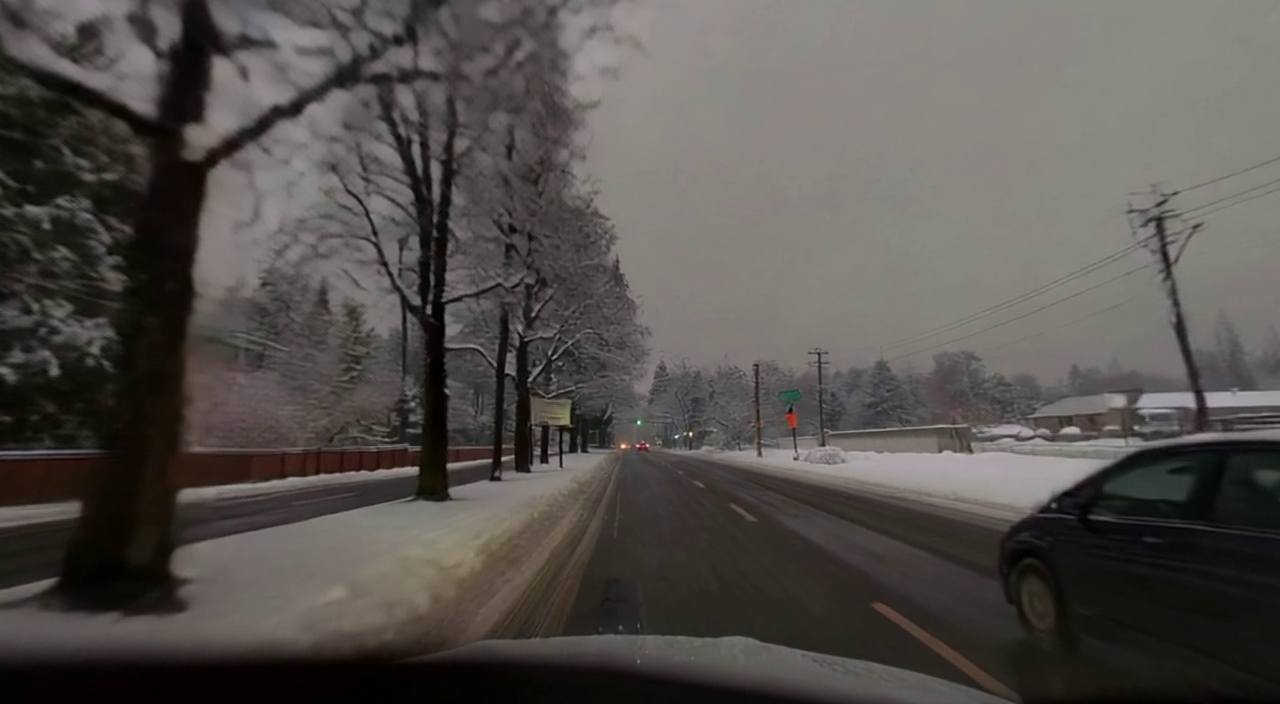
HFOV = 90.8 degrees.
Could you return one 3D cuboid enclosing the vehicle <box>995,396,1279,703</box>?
[{"bbox_3d":[3.481,0.901,2.174,1.985,1.529,4.316,0,-9,0],"label":"vehicle"}]
